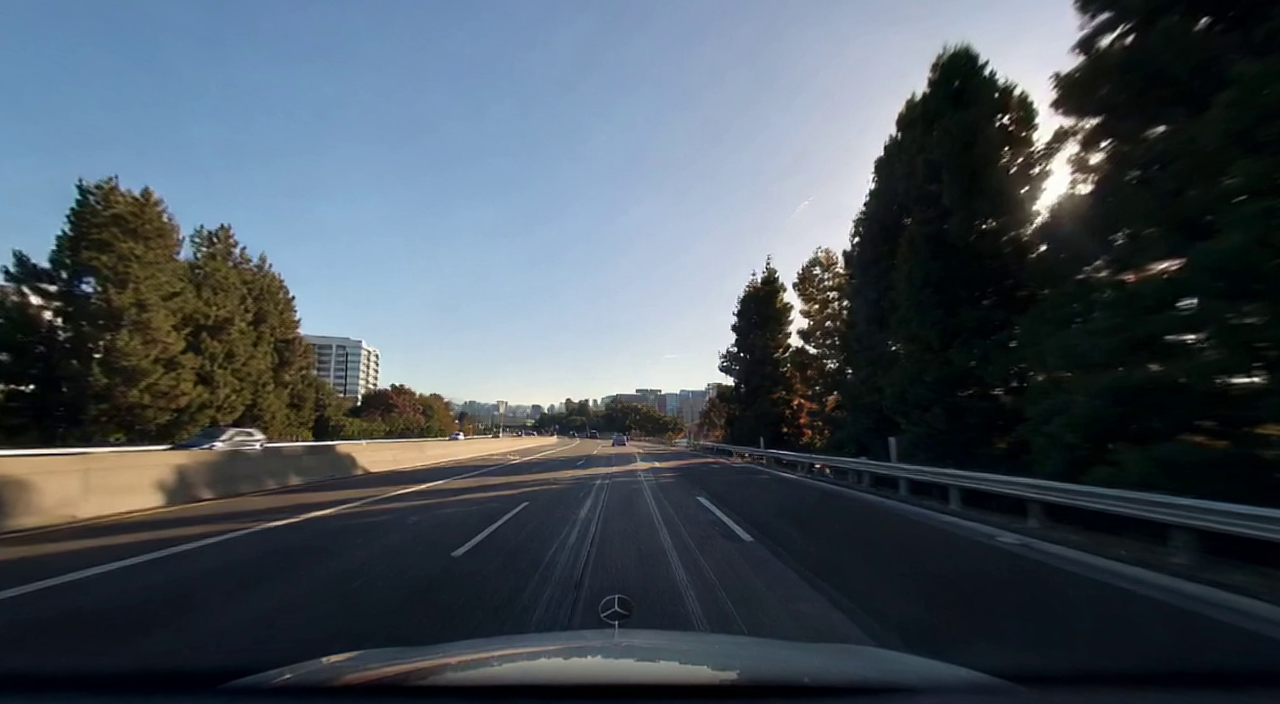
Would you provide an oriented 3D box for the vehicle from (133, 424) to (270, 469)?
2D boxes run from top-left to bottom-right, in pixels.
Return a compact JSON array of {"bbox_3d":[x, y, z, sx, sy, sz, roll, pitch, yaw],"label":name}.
[{"bbox_3d":[-16.110,3.480,23.490,1.977,1.519,4.429,0,-8,-1],"label":"vehicle"}]
